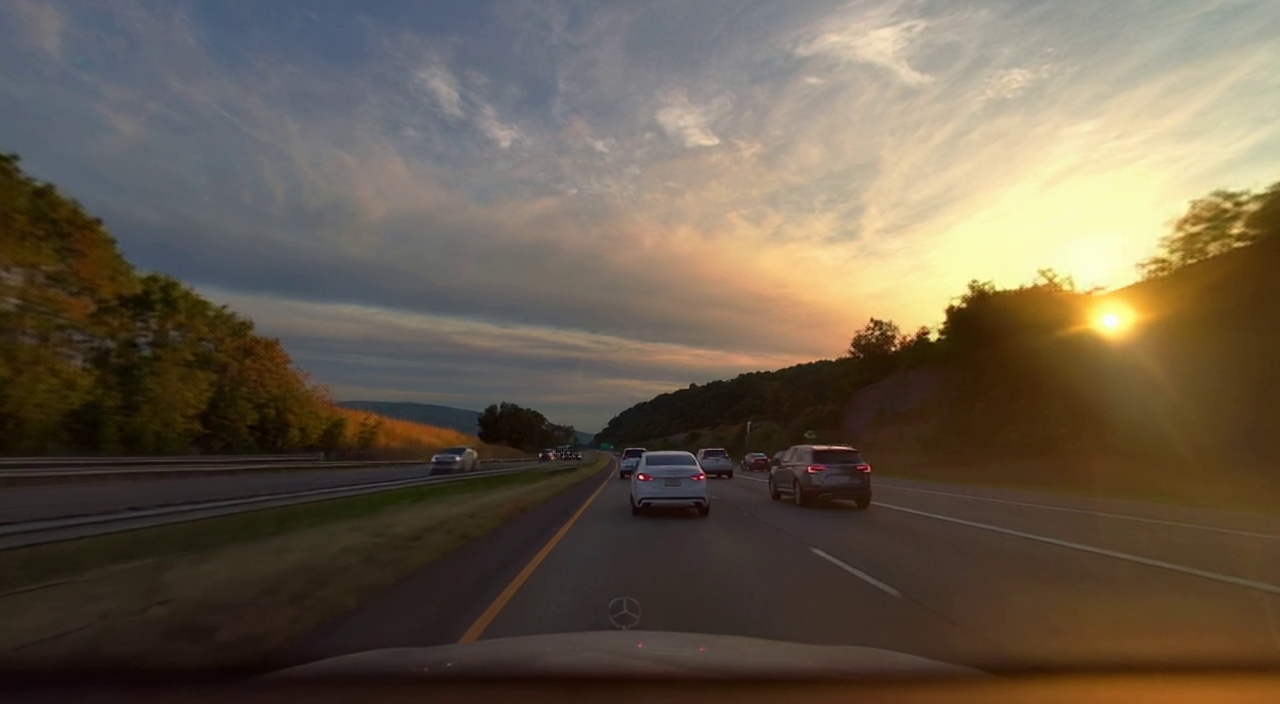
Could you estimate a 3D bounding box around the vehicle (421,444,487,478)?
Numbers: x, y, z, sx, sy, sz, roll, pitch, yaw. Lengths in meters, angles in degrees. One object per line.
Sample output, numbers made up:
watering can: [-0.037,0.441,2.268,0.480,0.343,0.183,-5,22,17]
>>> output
vehicle: [-8.889,5.225,30.430,1.941,1.483,4.061,0,-9,0]

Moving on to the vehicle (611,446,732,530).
vehicle: [0.501,2.637,12.757,2.094,1.426,3.725,0,-9,-1]

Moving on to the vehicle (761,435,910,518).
vehicle: [4.437,2.907,15.184,1.998,1.657,4.604,0,-9,-1]
